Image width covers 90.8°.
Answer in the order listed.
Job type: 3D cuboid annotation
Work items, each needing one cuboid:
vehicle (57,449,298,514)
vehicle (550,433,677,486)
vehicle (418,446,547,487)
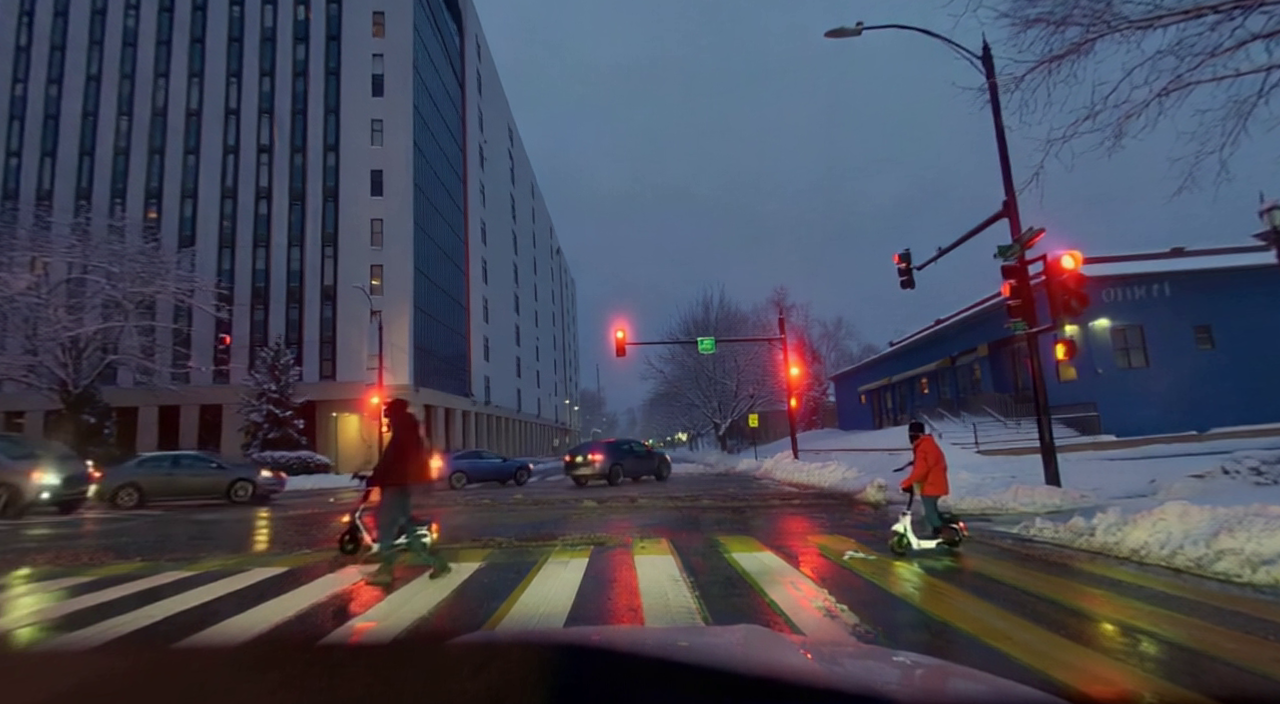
[{"bbox_3d":[-11.872,3.338,16.612,4.576,1.496,2.042,1,-9,-11],"label":"vehicle"},{"bbox_3d":[-0.865,3.965,23.643,2.122,1.724,4.802,-7,-11,37],"label":"vehicle"},{"bbox_3d":[-6.201,4.488,25.137,4.485,1.463,2.075,7,-11,-41],"label":"vehicle"}]
